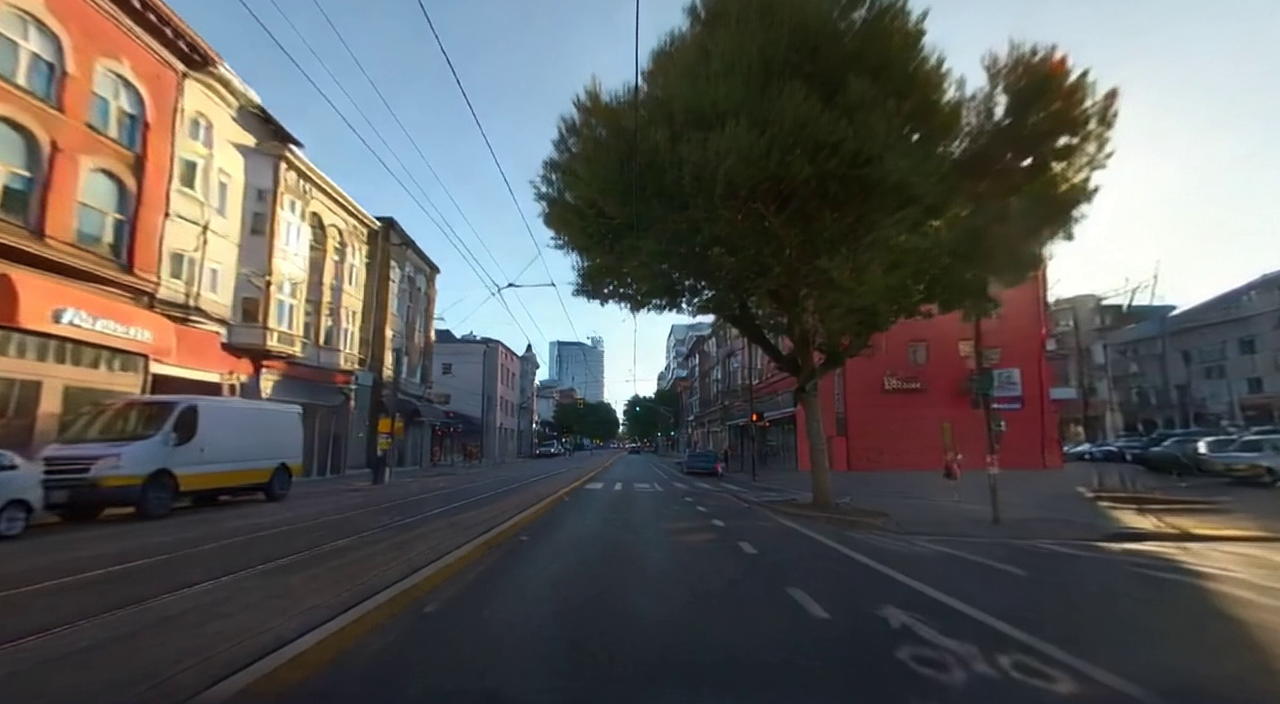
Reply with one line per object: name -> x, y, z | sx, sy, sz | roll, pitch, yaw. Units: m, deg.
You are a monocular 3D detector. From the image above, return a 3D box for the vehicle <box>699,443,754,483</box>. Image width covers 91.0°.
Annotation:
vehicle -> 3.564, 4.606, 26.527 | 1.819, 1.546, 3.681 | 0, -8, 1

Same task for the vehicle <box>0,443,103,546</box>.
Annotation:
vehicle -> -10.224, 1.996, 8.413 | 1.789, 1.484, 4.916 | -1, -8, 0

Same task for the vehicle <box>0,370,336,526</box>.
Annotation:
vehicle -> -10.687, 2.304, 15.571 | 2.378, 2.765, 7.920 | 2, -8, 0
